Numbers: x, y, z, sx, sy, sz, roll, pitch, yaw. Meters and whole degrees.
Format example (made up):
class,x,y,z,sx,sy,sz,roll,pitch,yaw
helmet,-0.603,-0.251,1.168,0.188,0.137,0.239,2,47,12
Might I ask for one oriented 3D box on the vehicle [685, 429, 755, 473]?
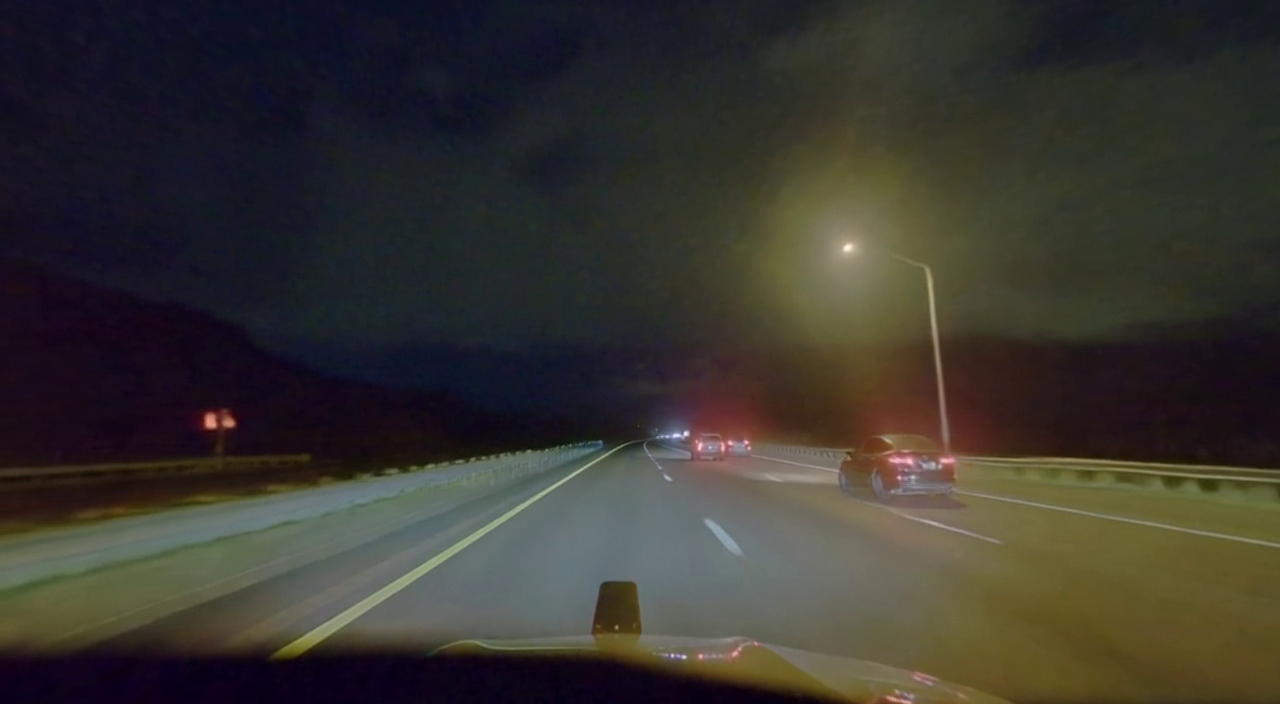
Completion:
class,x,y,z,sx,sy,sz,roll,pitch,yaw
vehicle,3.048,3.883,24.939,2.084,1.583,4.420,0,-8,-1
